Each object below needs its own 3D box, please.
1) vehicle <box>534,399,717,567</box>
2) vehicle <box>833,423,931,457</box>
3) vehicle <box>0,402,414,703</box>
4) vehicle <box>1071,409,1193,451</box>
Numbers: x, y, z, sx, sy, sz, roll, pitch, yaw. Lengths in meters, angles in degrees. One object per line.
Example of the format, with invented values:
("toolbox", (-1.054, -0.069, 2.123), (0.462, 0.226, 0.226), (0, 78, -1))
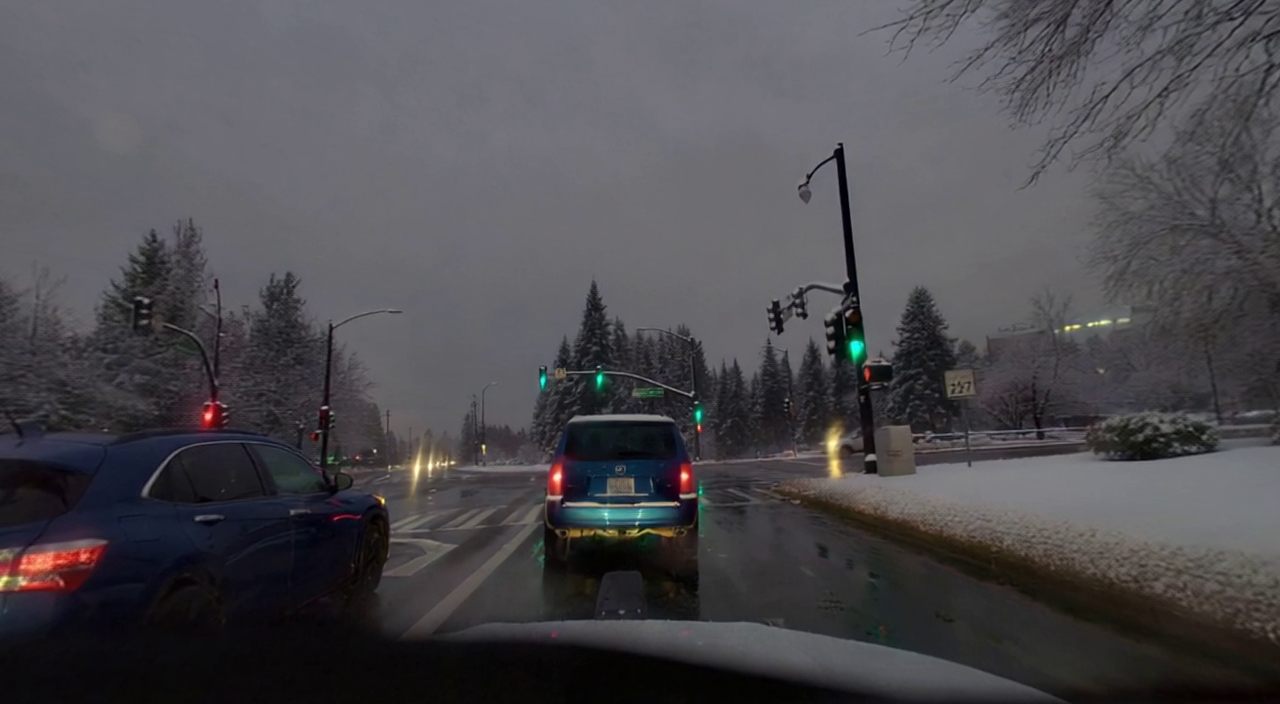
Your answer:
("vehicle", (-0.172, 1.795, 9.341), (2.059, 1.877, 4.249), (0, -8, 0))
("vehicle", (13.534, 4.924, 35.374), (4.872, 1.806, 2.107), (3, -9, -20))
("vehicle", (-3.370, 1.262, 4.554), (2.011, 1.527, 4.008), (0, -8, -1))
("vehicle", (25.395, 4.014, 32.611), (5.215, 1.967, 2.392), (1, -8, -20))
